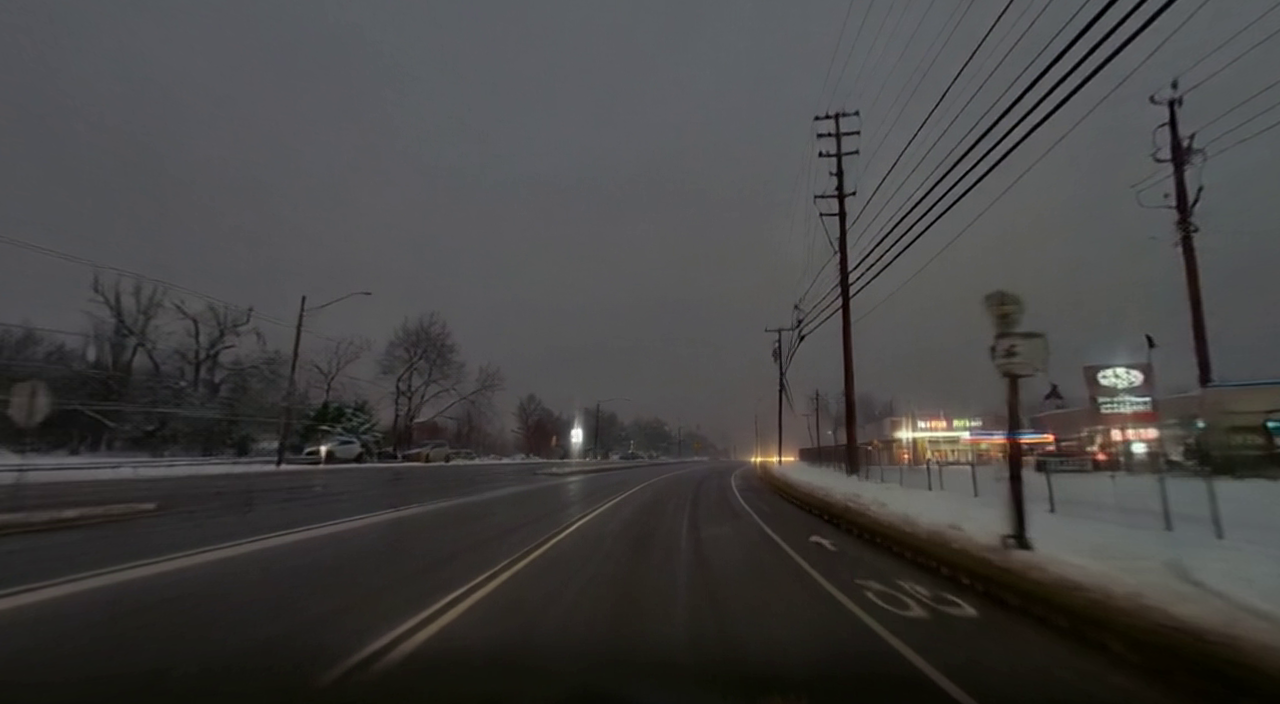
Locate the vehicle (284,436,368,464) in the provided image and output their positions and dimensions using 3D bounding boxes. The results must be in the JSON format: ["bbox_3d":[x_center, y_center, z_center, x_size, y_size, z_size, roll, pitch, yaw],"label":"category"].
[{"bbox_3d":[-21.782,6.766,43.678,5.426,1.822,2.014,-3,-9,21],"label":"vehicle"}]
